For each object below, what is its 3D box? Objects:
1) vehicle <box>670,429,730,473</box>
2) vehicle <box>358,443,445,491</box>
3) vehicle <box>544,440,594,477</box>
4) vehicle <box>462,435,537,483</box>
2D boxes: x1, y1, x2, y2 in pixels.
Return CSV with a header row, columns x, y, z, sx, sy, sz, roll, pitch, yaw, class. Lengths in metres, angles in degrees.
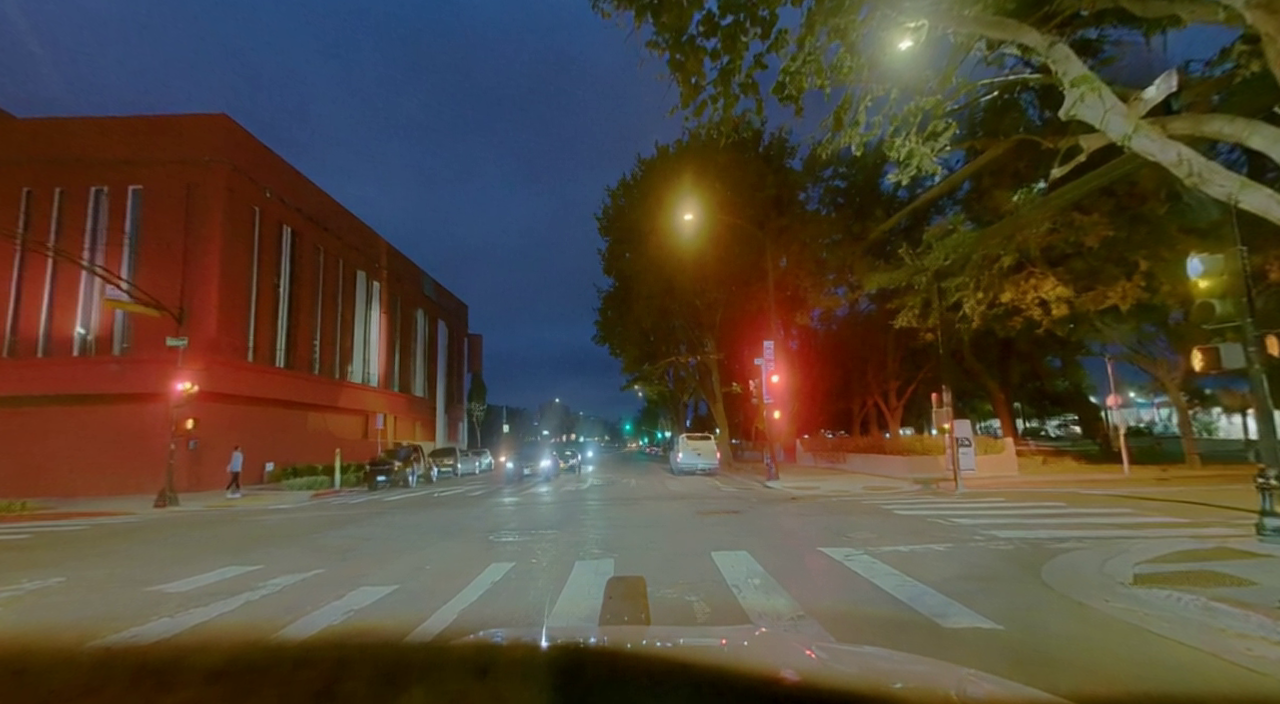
x,y,z,sx,sy,sz,roll,pitch,yaw,class
3.097,5.326,34.089,2.557,2.188,5.164,0,-8,-2,vehicle
-9.907,4.768,26.600,2.216,1.804,4.526,1,-8,-5,vehicle
-3.282,4.976,29.793,2.033,1.596,4.142,0,-8,-2,vehicle
-5.975,4.613,27.461,2.242,1.887,4.924,0,-8,-2,vehicle
